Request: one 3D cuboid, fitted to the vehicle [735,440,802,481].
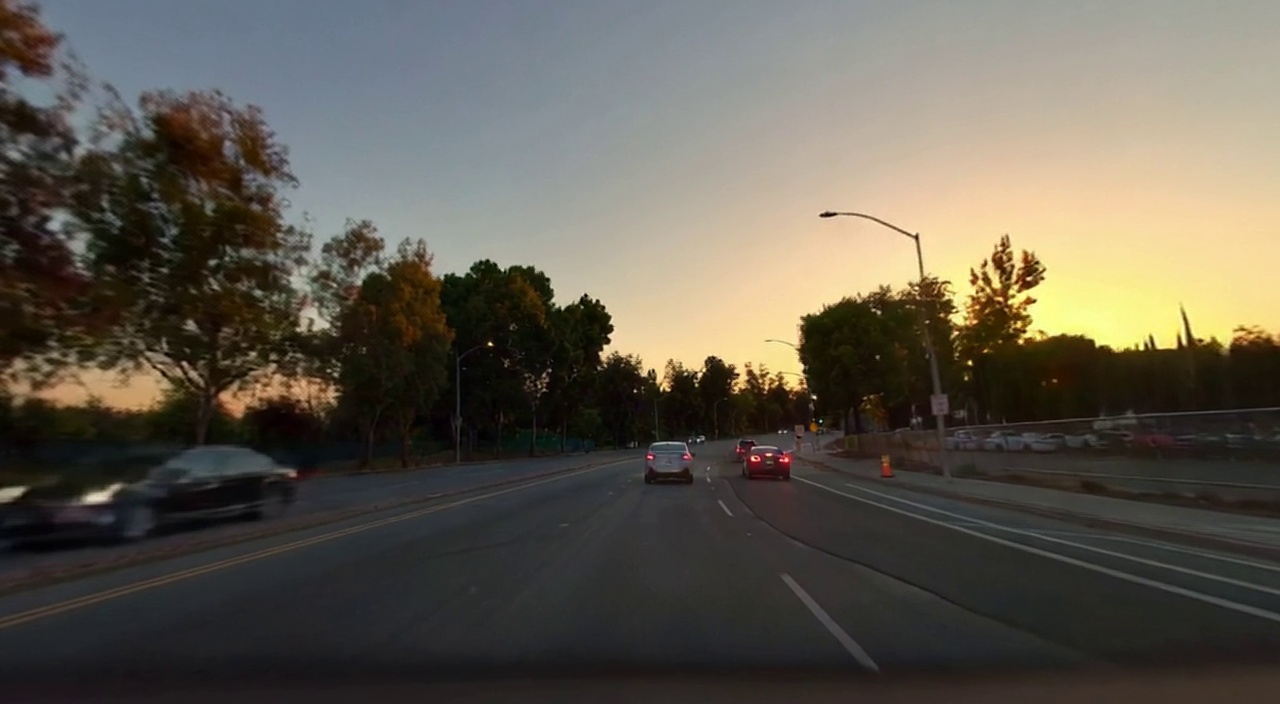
[{"bbox_3d":[5.077,4.350,25.548,2.147,1.474,4.083,-1,-9,4],"label":"vehicle"}]

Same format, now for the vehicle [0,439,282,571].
[{"bbox_3d":[-7.748,2.083,9.483,1.933,1.472,4.482,-1,-9,3],"label":"vehicle"}]

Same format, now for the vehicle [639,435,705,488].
[{"bbox_3d":[1.232,3.869,22.578,2.105,1.676,4.541,-1,-9,5],"label":"vehicle"}]
